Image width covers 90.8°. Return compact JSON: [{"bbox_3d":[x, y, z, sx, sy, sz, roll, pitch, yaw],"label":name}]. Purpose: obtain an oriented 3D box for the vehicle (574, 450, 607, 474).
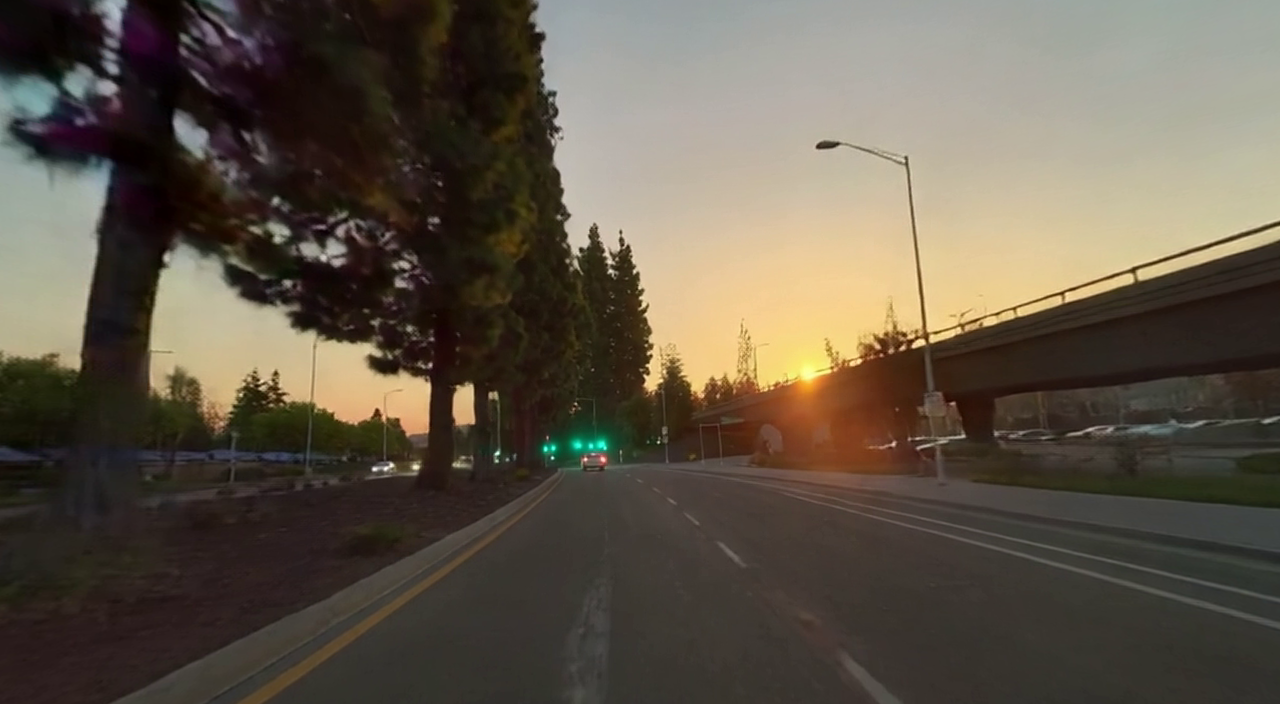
[{"bbox_3d":[-3.901,8.532,49.368,2.184,1.713,4.231,1,-9,-9],"label":"vehicle"}]
